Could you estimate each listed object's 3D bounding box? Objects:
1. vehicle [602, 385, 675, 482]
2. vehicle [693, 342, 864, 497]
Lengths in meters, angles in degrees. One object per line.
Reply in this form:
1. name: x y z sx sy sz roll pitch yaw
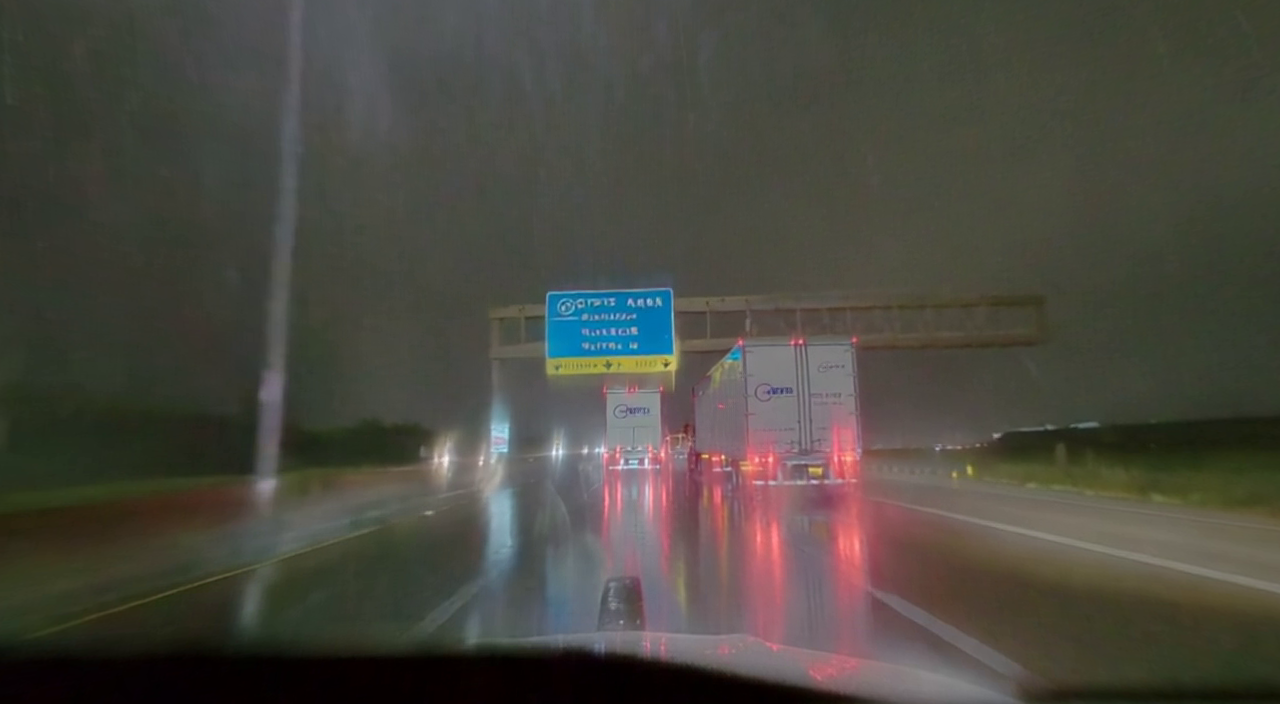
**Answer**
1. vehicle: -0.063 3.951 29.809 2.864 3.805 9.709 0 -9 0
2. vehicle: 4.274 2.874 24.086 3.044 4.128 14.482 0 -9 -1
